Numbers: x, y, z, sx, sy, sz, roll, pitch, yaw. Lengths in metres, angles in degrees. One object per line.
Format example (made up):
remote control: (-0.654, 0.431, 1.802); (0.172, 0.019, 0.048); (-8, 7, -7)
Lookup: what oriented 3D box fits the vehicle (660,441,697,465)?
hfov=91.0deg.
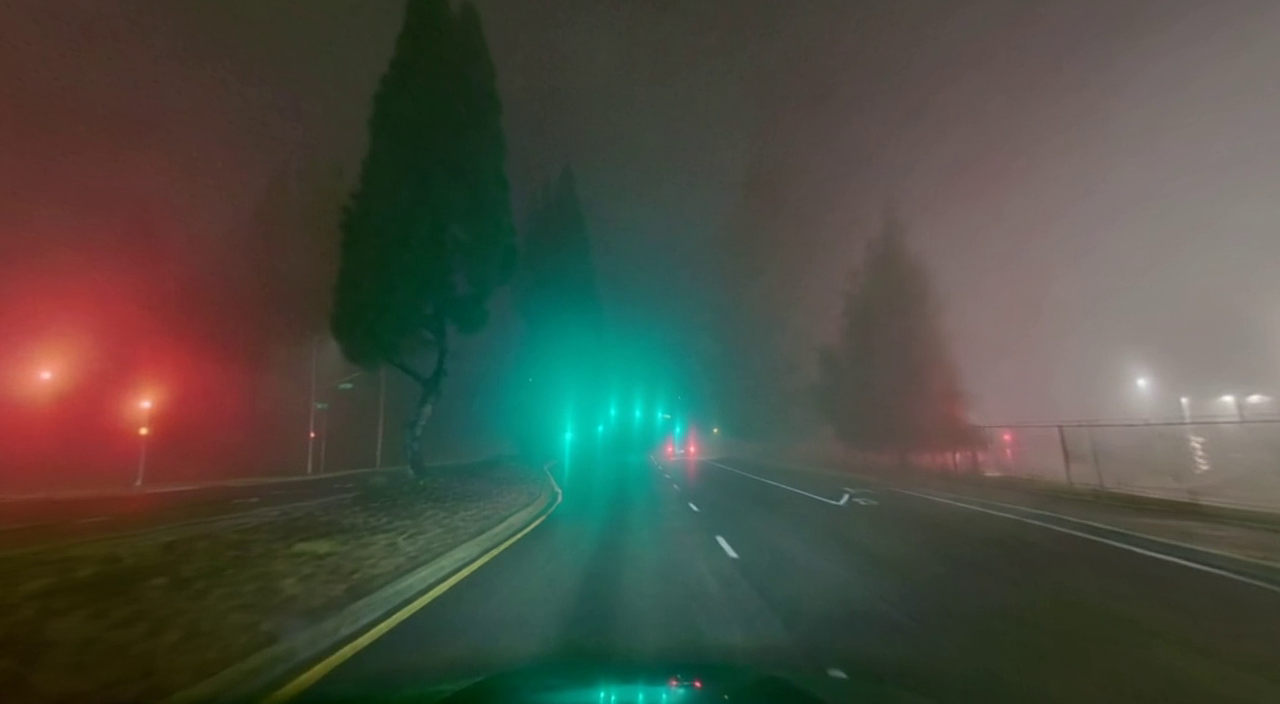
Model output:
vehicle: (2.472, 6.583, 41.197); (2.105, 1.490, 4.008); (0, -8, -1)
